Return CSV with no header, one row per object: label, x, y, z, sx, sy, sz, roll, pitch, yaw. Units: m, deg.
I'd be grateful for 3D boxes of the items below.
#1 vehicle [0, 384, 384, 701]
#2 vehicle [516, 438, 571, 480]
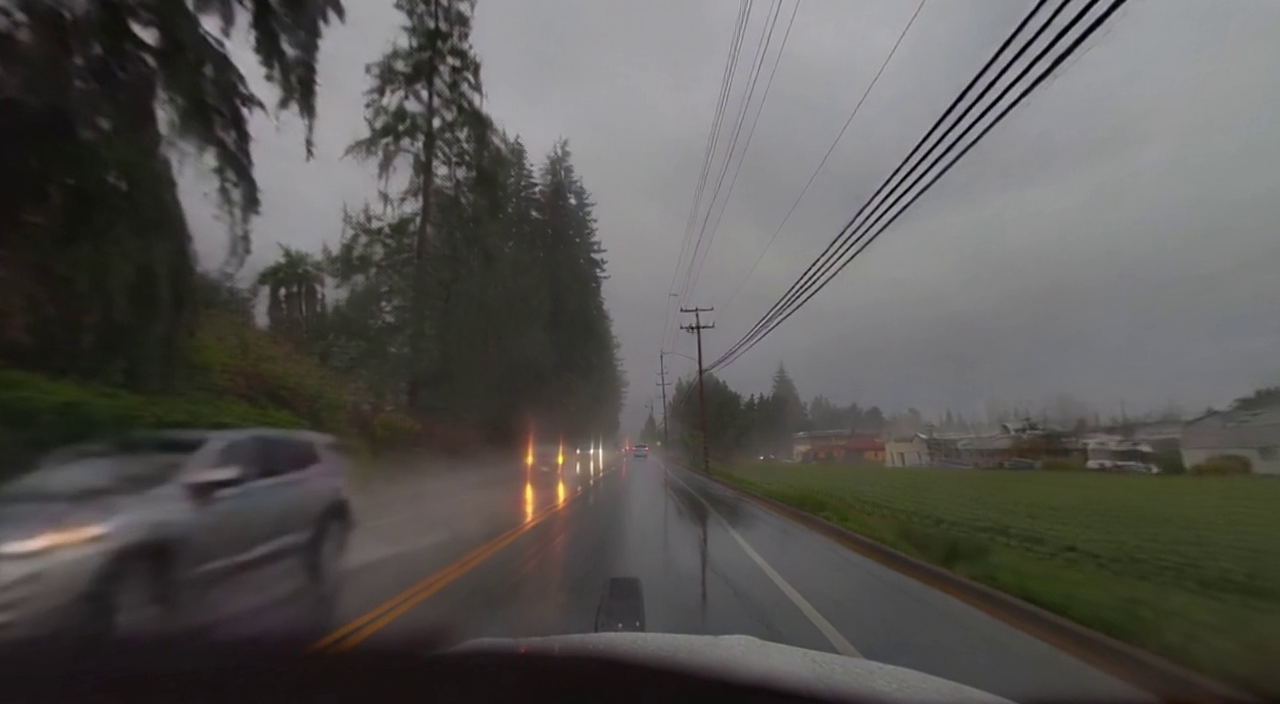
vehicle,-4.583,1.475,6.132,2.225,1.872,4.588,0,-8,0
vehicle,-4.456,5.016,29.851,1.968,1.813,4.409,0,-8,-1
